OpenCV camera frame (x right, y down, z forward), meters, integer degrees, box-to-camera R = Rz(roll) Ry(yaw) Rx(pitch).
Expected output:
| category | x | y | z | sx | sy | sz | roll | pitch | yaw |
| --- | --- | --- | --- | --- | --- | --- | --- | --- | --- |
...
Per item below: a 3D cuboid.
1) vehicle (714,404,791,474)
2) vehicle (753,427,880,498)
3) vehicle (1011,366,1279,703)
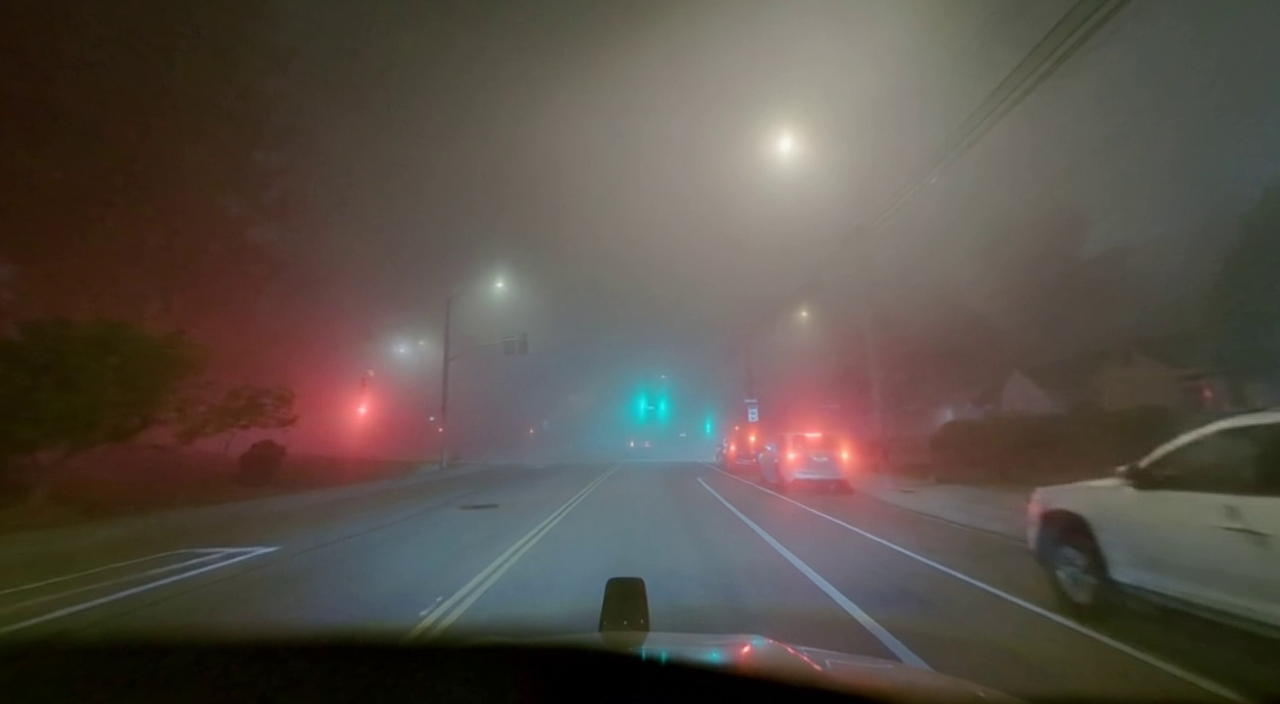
| category | x | y | z | sx | sy | sz | roll | pitch | yaw |
| --- | --- | --- | --- | --- | --- | --- | --- | --- | --- |
| vehicle | 4.893 | 3.917 | 28.324 | 2.398 | 2.806 | 4.857 | 0 | -8 | -1 |
| vehicle | 4.719 | 3.027 | 17.719 | 2.202 | 1.712 | 4.813 | 0 | -8 | 1 |
| vehicle | 4.559 | 0.983 | 3.278 | 2.279 | 1.829 | 4.859 | 0 | -8 | 0 |
